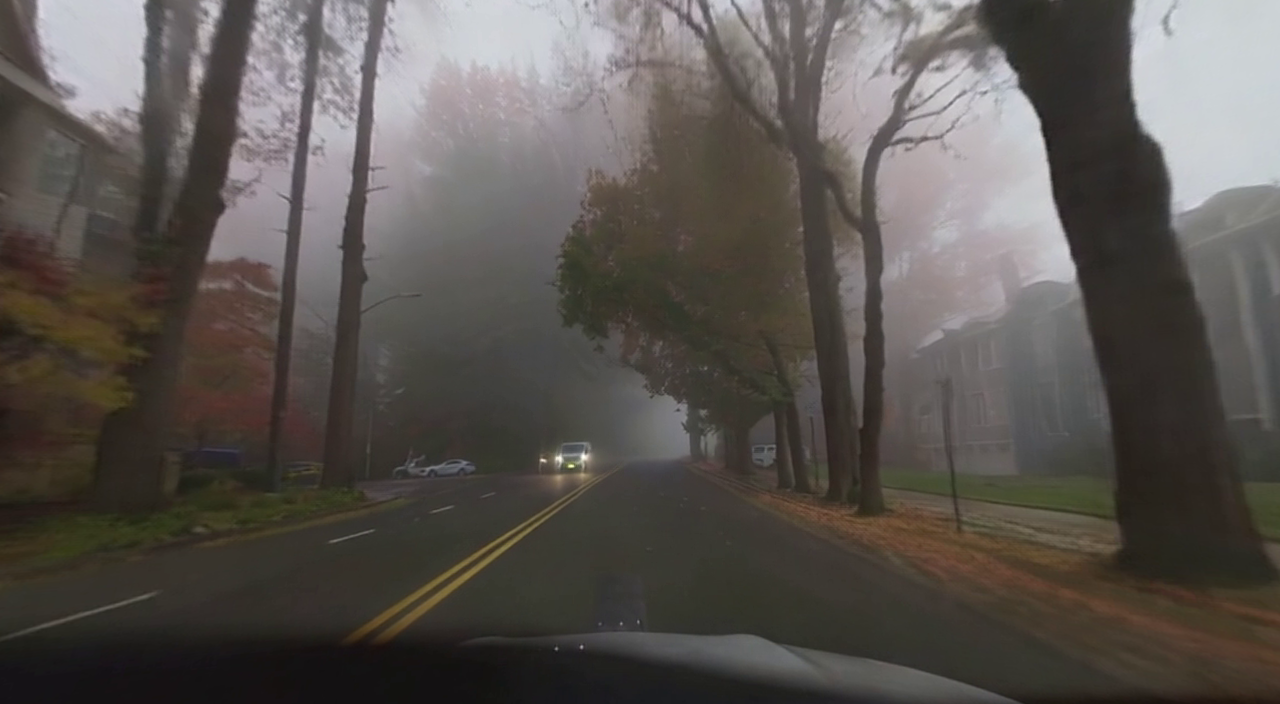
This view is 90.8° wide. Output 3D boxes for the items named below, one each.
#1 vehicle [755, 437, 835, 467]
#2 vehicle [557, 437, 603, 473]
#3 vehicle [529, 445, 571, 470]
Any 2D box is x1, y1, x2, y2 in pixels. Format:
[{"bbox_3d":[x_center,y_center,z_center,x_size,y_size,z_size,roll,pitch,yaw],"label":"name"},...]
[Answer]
[{"bbox_3d":[9.472,6.180,38.903,4.385,1.612,2.070,-3,-9,5],"label":"vehicle"},{"bbox_3d":[-3.532,6.228,38.403,2.275,1.953,5.423,0,-9,0],"label":"vehicle"},{"bbox_3d":[-6.415,7.596,45.700,2.481,1.714,4.702,0,-9,-1],"label":"vehicle"}]
